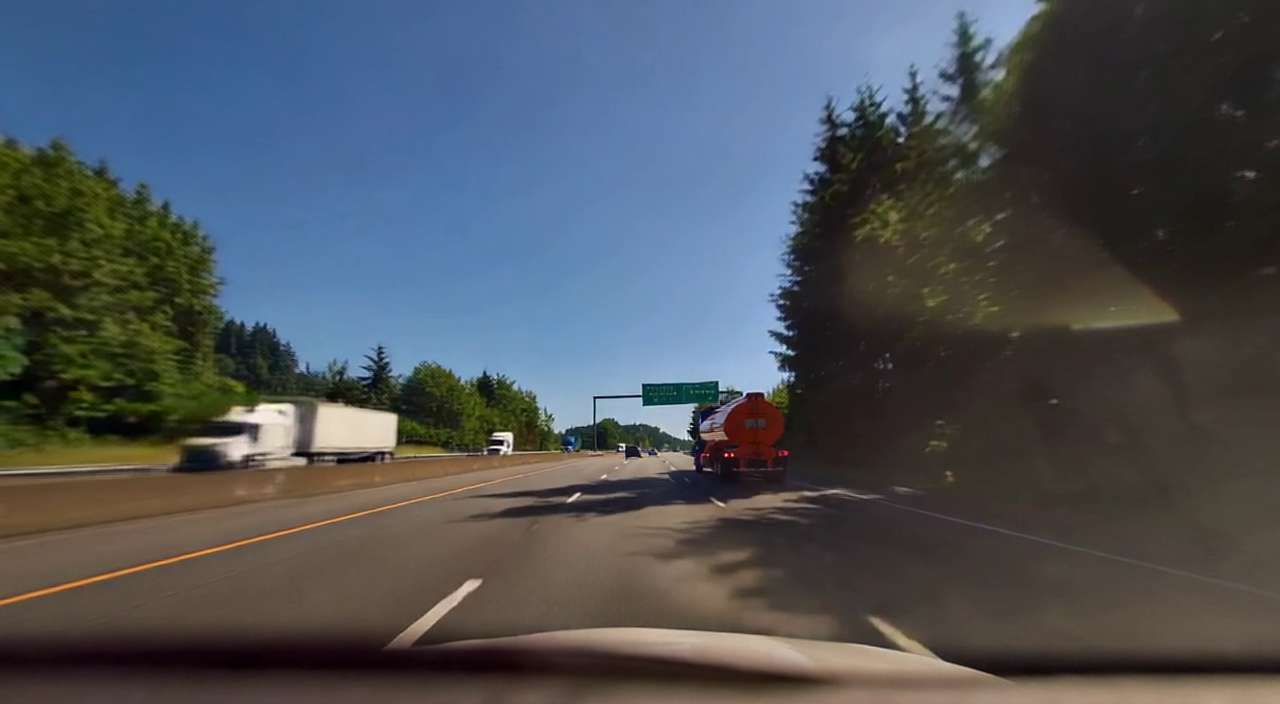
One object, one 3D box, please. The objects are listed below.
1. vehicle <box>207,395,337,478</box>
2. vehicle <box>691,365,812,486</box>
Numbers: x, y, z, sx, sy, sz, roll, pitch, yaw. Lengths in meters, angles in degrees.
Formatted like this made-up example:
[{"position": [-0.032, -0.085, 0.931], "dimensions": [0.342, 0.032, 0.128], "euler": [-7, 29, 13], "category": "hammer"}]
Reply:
[{"position": [-18.397, 4.335, 32.030], "dimensions": [2.996, 3.818, 5.801], "euler": [0, -9, -1], "category": "vehicle"}, {"position": [4.378, 3.553, 28.440], "dimensions": [2.784, 4.080, 13.516], "euler": [-1, -9, -1], "category": "vehicle"}]
